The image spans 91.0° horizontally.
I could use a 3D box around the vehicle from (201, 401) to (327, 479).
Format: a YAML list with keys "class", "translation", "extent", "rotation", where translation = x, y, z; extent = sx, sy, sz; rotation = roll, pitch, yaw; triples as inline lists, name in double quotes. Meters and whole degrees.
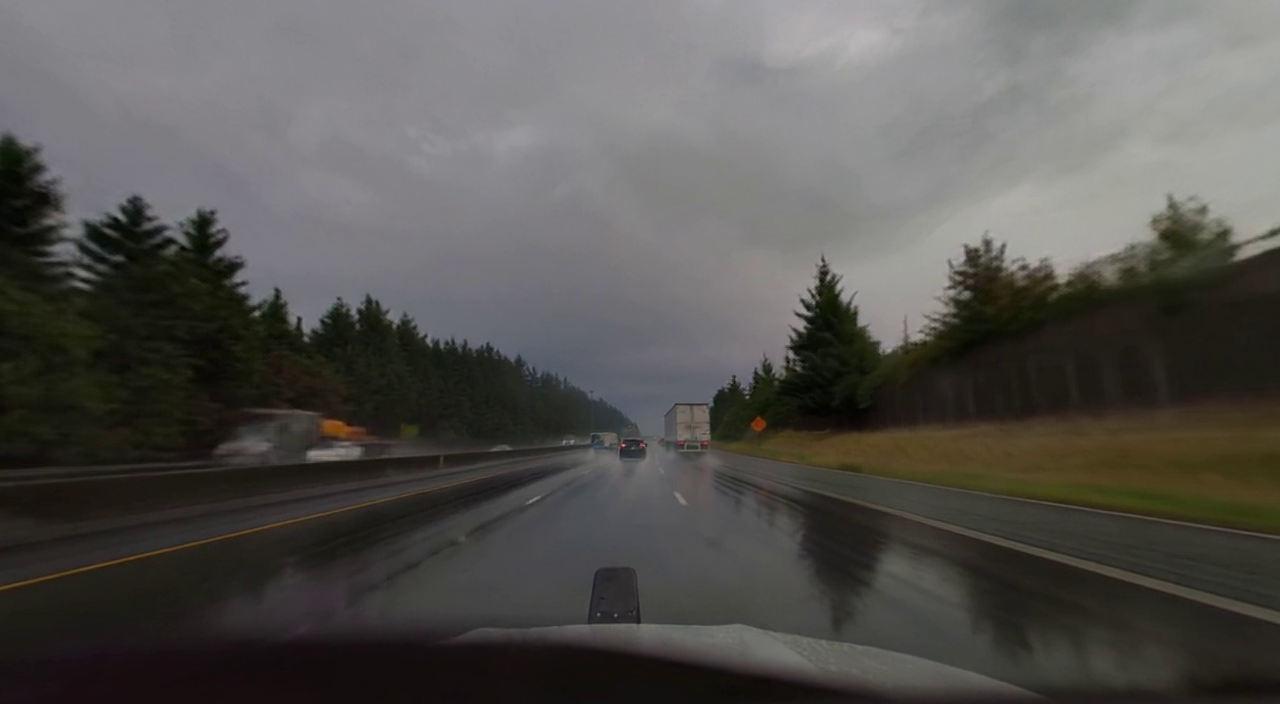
- class: "vehicle"
  translation: [-20.329, 4.817, 34.534]
  extent: [2.980, 3.867, 5.903]
  rotation: [-1, -8, 2]

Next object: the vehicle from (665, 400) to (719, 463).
- class: "vehicle"
  translation: [3.691, 6.280, 48.775]
  extent: [3.005, 4.121, 14.417]
  rotation: [0, -8, 0]

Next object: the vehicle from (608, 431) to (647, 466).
- class: "vehicle"
  translation: [-0.694, 5.770, 37.612]
  extent: [2.211, 1.933, 4.315]
  rotation: [0, -8, 1]
